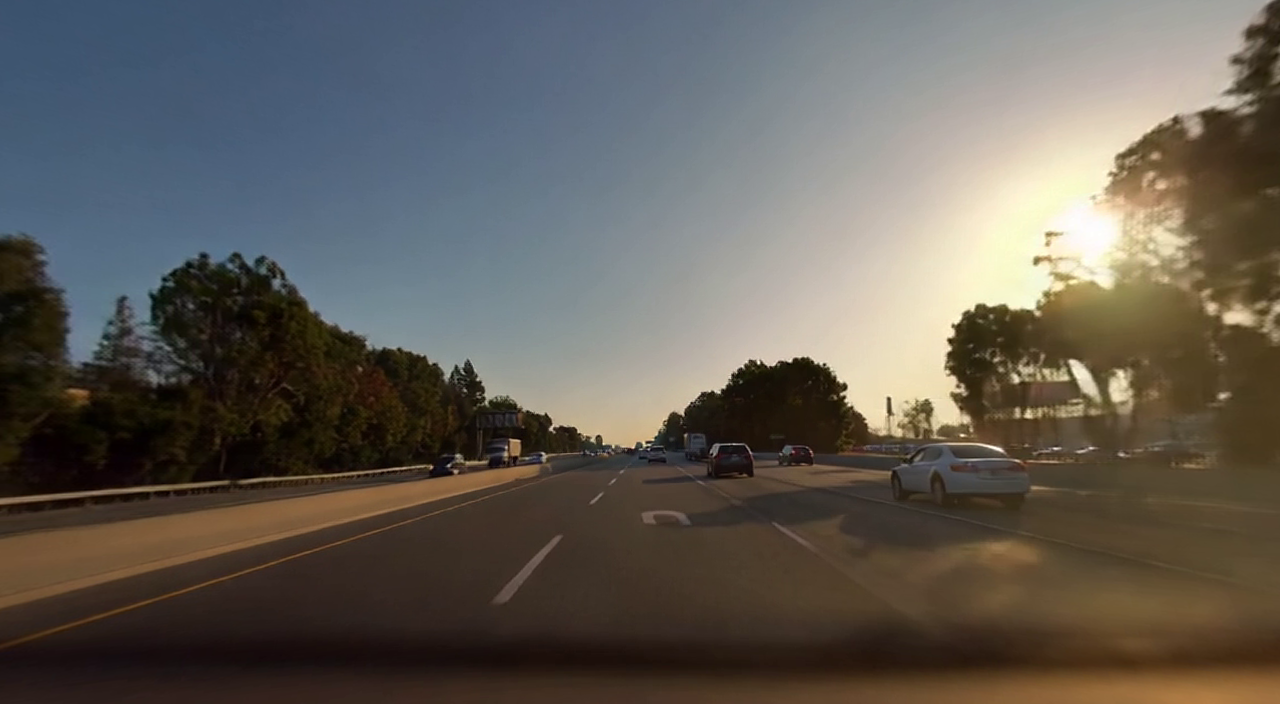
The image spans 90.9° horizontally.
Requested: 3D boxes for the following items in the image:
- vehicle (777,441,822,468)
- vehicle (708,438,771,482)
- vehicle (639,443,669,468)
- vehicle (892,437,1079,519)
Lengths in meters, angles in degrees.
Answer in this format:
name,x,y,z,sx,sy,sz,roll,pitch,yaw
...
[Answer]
name,x,y,z,sx,sy,sz,roll,pitch,yaw
vehicle,11.510,7.418,45.768,2.028,1.801,4.503,0,-8,-1
vehicle,4.546,4.985,29.542,2.075,1.845,4.667,0,-8,-1
vehicle,1.012,7.817,47.872,2.145,1.832,4.004,0,-8,0
vehicle,7.582,2.761,14.437,1.807,1.558,4.352,0,-8,0
